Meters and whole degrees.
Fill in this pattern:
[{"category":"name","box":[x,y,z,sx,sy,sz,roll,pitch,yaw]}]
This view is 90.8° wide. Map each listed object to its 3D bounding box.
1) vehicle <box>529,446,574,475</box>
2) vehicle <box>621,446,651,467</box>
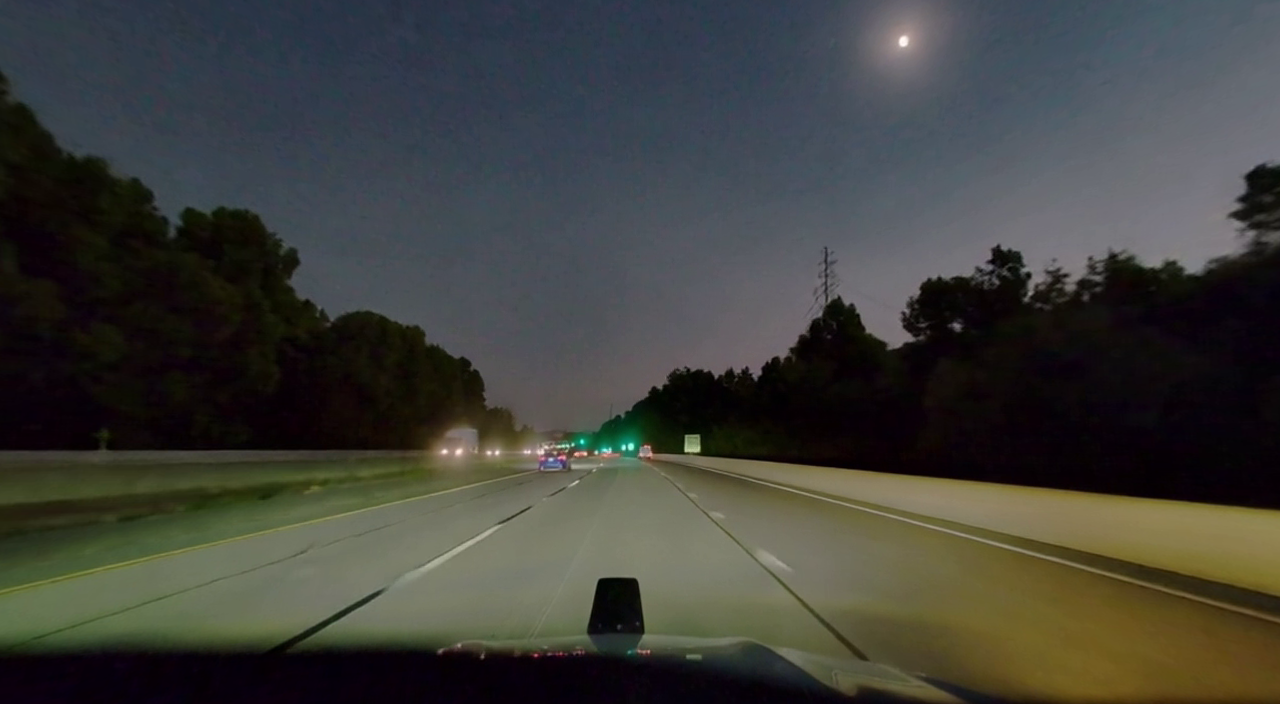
[{"category":"vehicle","box":[-4.869,6.016,35.324,1.957,1.499,4.965,0,-8,-1]},{"category":"vehicle","box":[-0.334,7.688,46.627,2.031,1.483,3.417,0,-9,-3]}]
